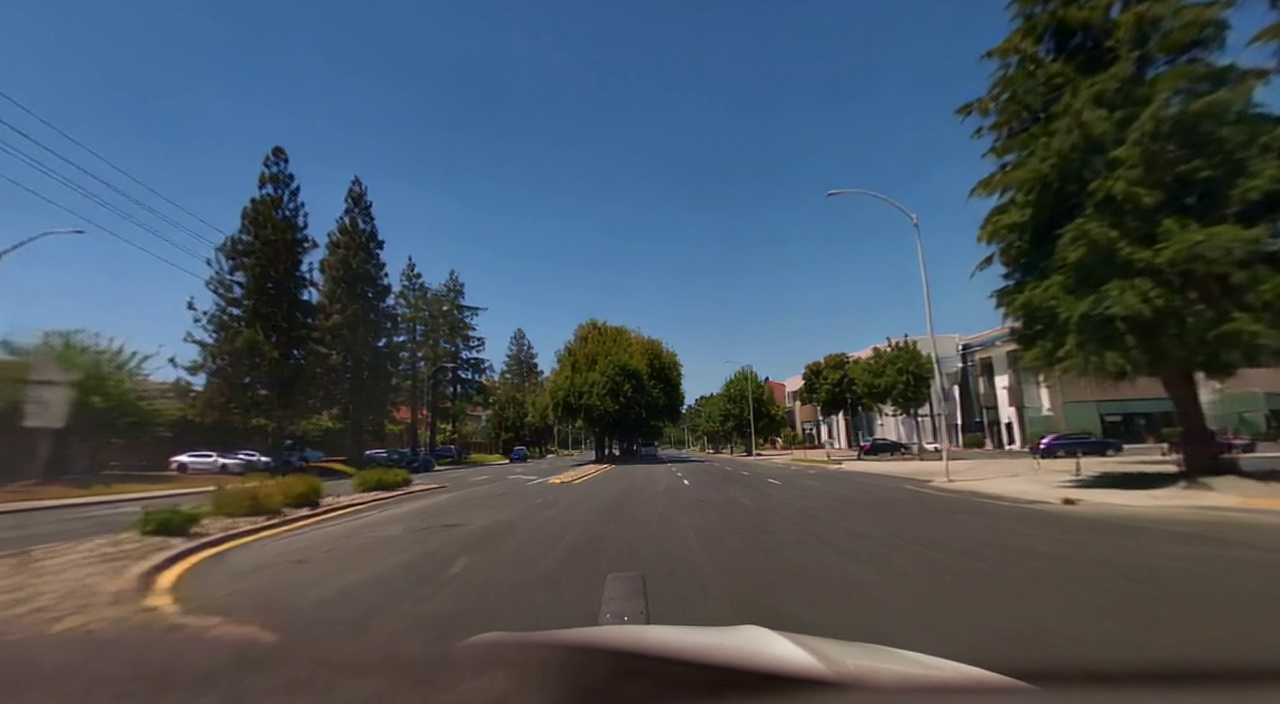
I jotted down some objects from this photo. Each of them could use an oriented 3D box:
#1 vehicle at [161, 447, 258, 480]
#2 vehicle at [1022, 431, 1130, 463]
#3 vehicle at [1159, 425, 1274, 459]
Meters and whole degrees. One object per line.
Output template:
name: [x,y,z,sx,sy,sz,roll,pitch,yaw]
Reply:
vehicle: [-26.272,6.768,38.601,4.633,1.923,2.074,6,-10,-33]
vehicle: [22.313,4.890,32.561,2.009,1.533,5.047,0,-8,0]
vehicle: [29.765,4.678,32.734,1.854,1.604,4.333,0,-8,0]
